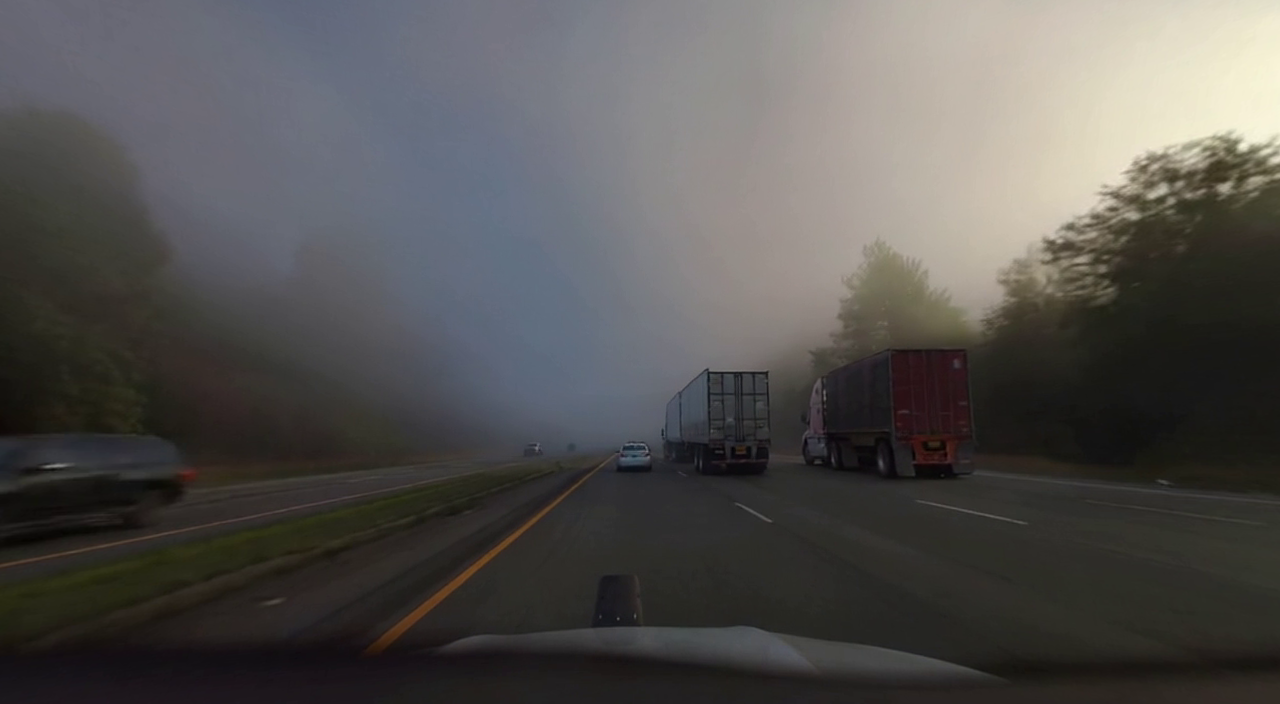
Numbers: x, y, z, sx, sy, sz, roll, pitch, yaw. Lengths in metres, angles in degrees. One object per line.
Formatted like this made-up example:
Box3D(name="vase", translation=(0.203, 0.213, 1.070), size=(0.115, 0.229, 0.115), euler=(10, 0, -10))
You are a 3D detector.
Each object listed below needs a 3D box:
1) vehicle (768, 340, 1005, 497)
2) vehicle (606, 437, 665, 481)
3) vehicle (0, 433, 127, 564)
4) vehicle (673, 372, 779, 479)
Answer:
Box3D(name="vehicle", translation=(7.894, 2.661, 23.628), size=(2.876, 4.111, 14.145), euler=(0, -8, -1))
Box3D(name="vehicle", translation=(-0.207, 3.953, 23.660), size=(2.038, 1.477, 3.773), euler=(0, -8, -2))
Box3D(name="vehicle", translation=(-8.282, 1.673, 7.146), size=(1.841, 1.488, 3.664), euler=(0, -8, -1))
Box3D(name="vehicle", translation=(3.671, 3.740, 31.249), size=(2.888, 4.099, 14.183), euler=(0, -8, -2))
